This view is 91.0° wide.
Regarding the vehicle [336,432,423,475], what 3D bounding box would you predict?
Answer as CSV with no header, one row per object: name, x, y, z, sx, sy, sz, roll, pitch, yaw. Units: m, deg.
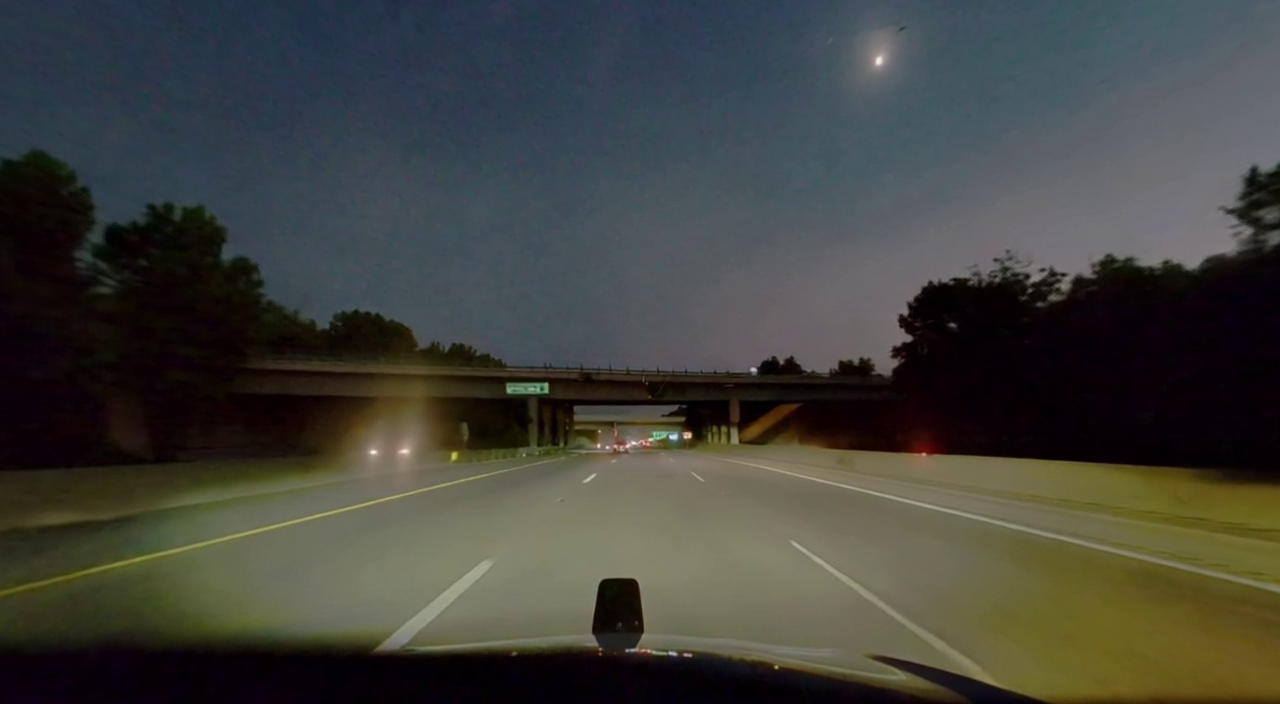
vehicle,-12.497,4.865,30.572,2.229,1.873,4.698,0,-8,0
